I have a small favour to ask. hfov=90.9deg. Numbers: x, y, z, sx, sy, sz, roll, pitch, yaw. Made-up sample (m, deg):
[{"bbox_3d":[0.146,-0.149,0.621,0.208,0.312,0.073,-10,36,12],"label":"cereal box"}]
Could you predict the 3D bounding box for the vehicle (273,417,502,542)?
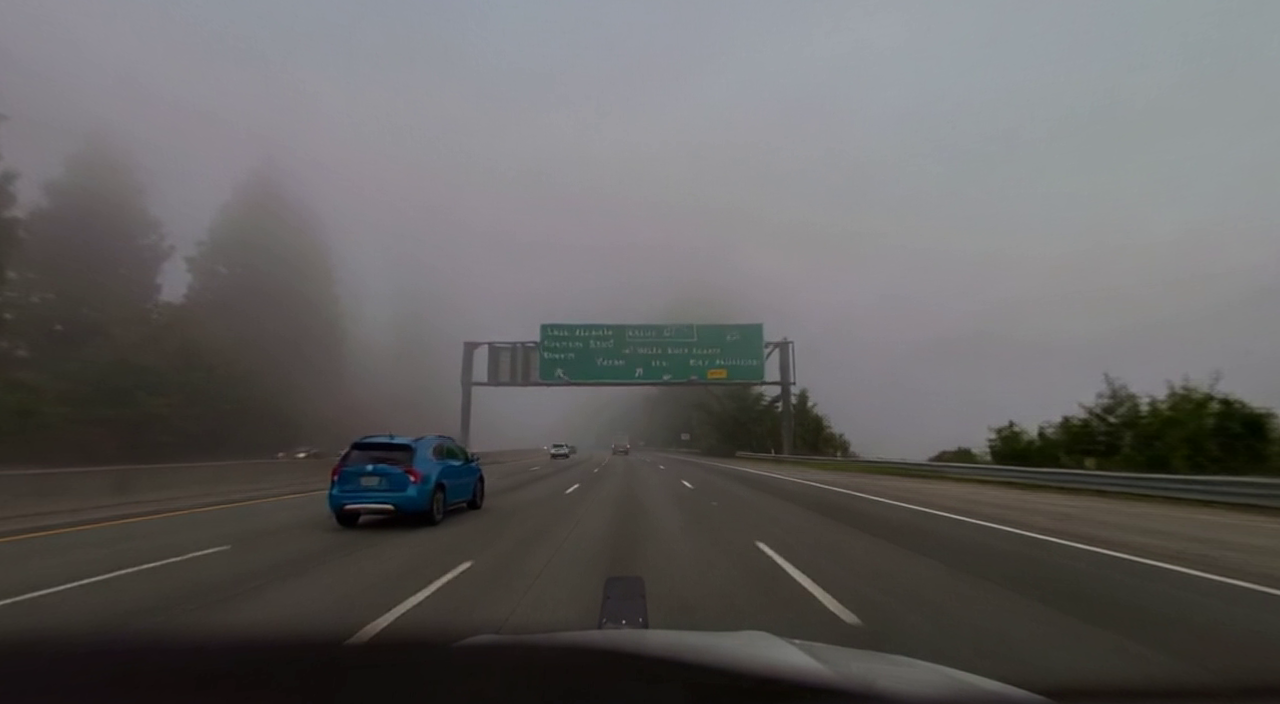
[{"bbox_3d":[-4.033,2.122,11.146,2.162,1.724,4.537,0,-8,0],"label":"vehicle"}]
